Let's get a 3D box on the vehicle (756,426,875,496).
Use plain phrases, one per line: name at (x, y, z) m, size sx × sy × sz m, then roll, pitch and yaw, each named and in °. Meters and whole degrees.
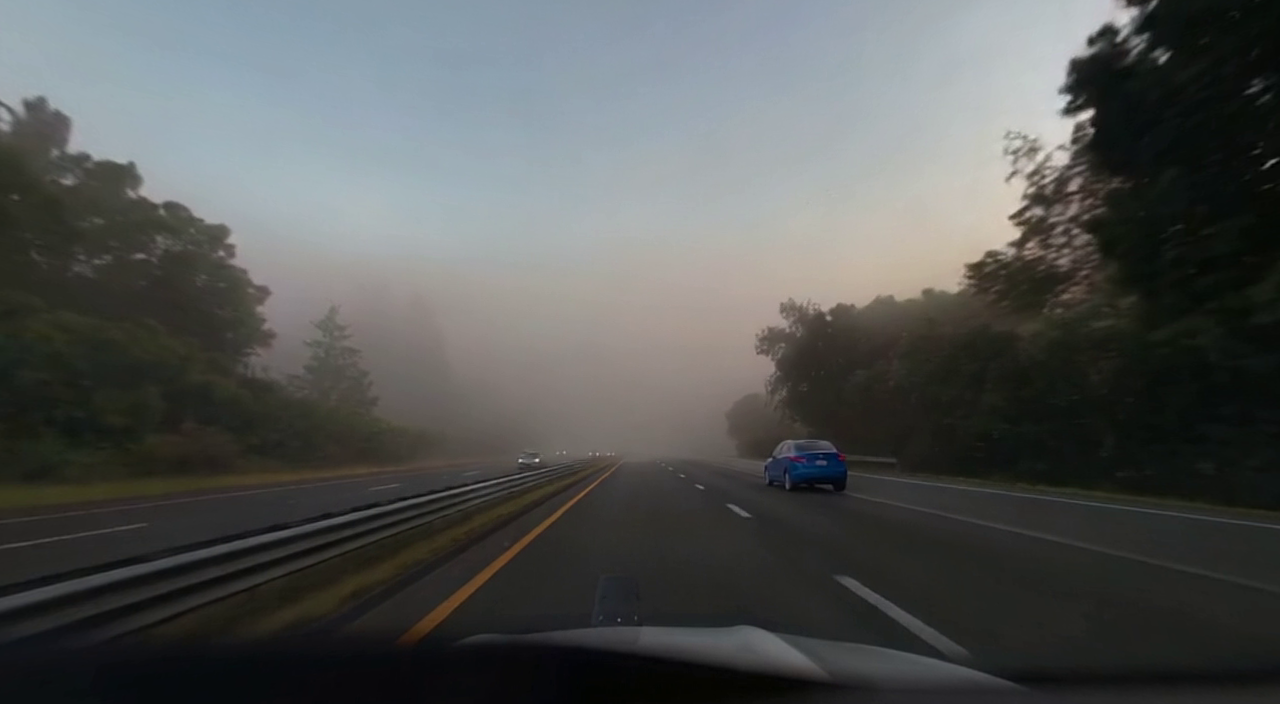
vehicle at (4.979, 3.191, 18.652) m, size 2.117 × 1.783 × 4.627 m, roll 0°, pitch -9°, yaw -1°
